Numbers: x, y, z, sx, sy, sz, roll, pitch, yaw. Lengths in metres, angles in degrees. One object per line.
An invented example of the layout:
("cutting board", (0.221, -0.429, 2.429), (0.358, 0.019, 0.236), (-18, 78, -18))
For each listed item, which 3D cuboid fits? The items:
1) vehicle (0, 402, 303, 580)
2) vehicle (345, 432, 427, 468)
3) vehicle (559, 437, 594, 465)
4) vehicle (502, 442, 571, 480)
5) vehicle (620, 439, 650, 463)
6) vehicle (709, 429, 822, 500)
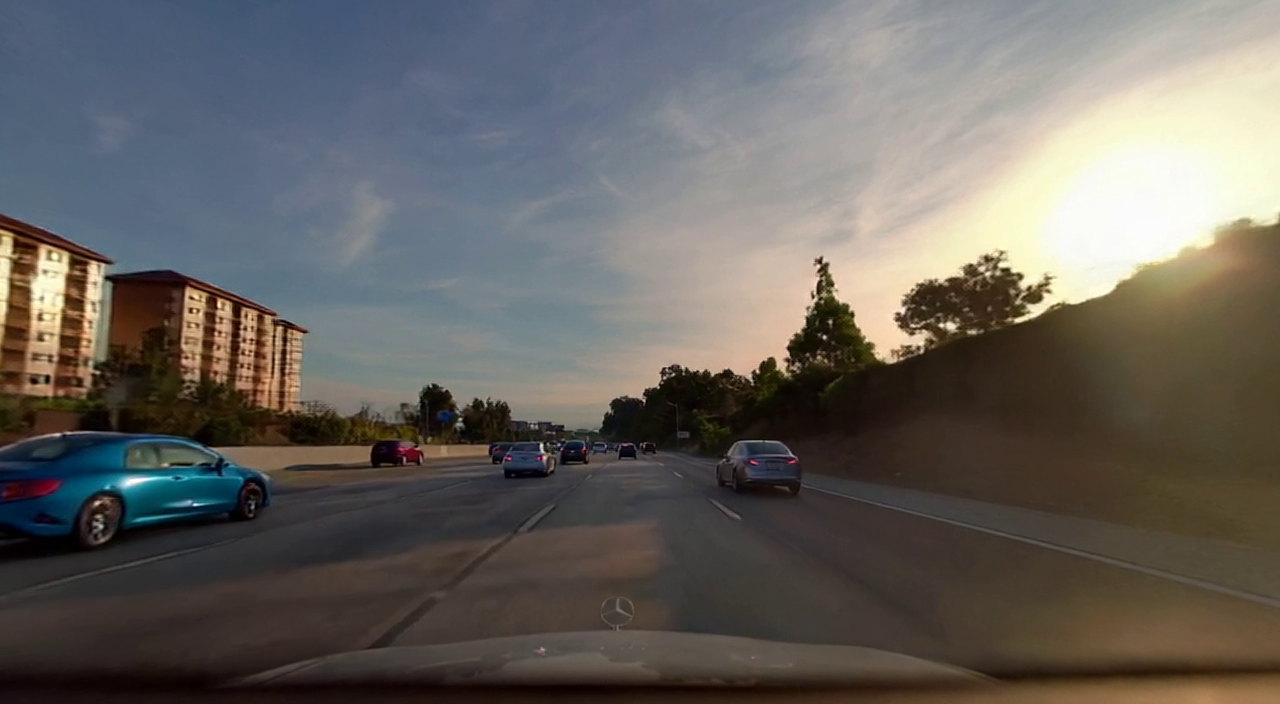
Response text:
("vehicle", (-7.198, 1.760, 8.921), (2.086, 1.776, 5.080), (0, -8, 0))
("vehicle", (-15.357, 5.981, 38.693), (2.396, 1.999, 6.333), (0, -8, 0))
("vehicle", (-4.371, 6.886, 44.076), (2.044, 1.774, 4.329), (0, -8, 0))
("vehicle", (-4.140, 4.416, 25.961), (2.124, 1.426, 4.444), (0, -8, 0))
("vehicle", (-0.396, 7.199, 45.957), (2.053, 1.650, 3.945), (0, -8, -1))
("vehicle", (3.223, 2.981, 17.193), (2.061, 1.658, 4.417), (0, -8, -1))
